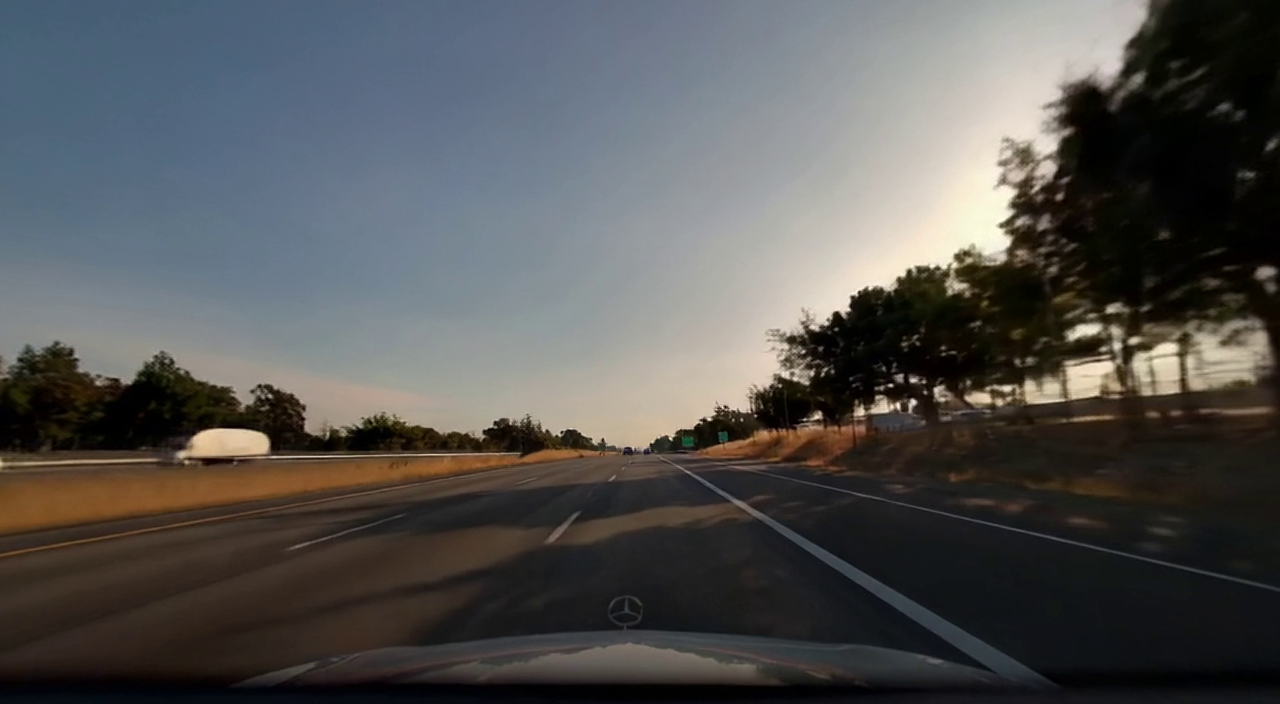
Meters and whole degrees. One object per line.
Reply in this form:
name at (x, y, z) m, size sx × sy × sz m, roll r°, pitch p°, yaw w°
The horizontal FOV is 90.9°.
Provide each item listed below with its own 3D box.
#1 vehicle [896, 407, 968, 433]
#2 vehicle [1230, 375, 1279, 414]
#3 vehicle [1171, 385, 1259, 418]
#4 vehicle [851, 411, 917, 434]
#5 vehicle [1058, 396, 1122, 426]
vehicle at (18.329, 4.283, 39.563) m, size 3.884 × 1.482 × 1.843 m, roll -5°, pitch -10°, yaw 28°
vehicle at (29.491, 2.000, 29.187) m, size 3.925 × 1.582 × 1.823 m, roll 4°, pitch -9°, yaw -28°
vehicle at (29.467, 2.583, 32.271) m, size 4.712 × 1.458 × 2.139 m, roll 5°, pitch -10°, yaw -34°
vehicle at (18.229, 5.314, 47.095) m, size 4.366 × 1.571 × 1.844 m, roll -5°, pitch -9°, yaw 27°
vehicle at (33.217, 4.418, 46.481) m, size 5.028 × 1.973 × 2.201 m, roll 6°, pitch -10°, yaw -36°
